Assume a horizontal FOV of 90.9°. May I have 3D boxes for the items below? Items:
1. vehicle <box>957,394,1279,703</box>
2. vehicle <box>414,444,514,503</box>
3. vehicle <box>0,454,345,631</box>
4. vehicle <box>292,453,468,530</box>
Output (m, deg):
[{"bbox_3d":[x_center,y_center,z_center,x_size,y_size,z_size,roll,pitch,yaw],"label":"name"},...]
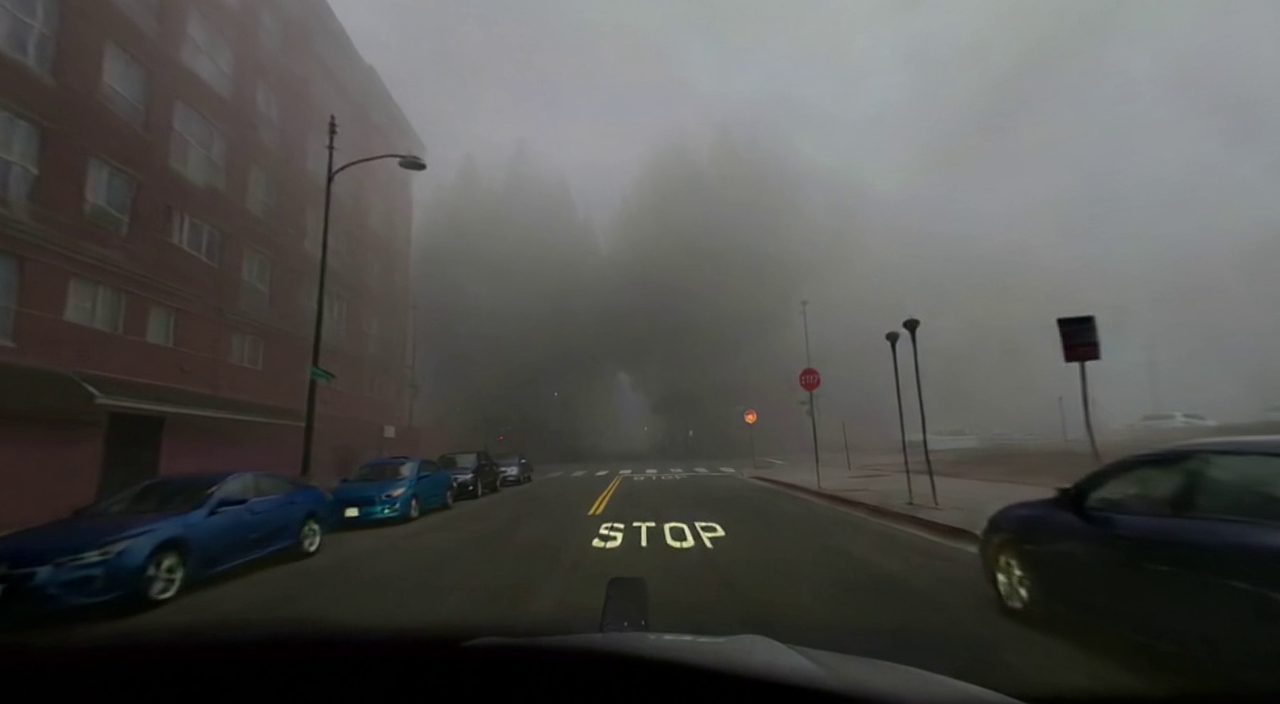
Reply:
[{"bbox_3d":[3.735,1.017,3.104,1.978,1.554,4.192,0,-8,-3],"label":"vehicle"},{"bbox_3d":[-5.440,3.784,20.175,1.901,1.631,4.570,0,-8,0],"label":"vehicle"},{"bbox_3d":[-5.585,2.034,7.762,1.834,1.463,4.337,0,-8,-1],"label":"vehicle"},{"bbox_3d":[-5.682,3.079,14.560,2.131,1.407,4.547,0,-8,0],"label":"vehicle"}]
